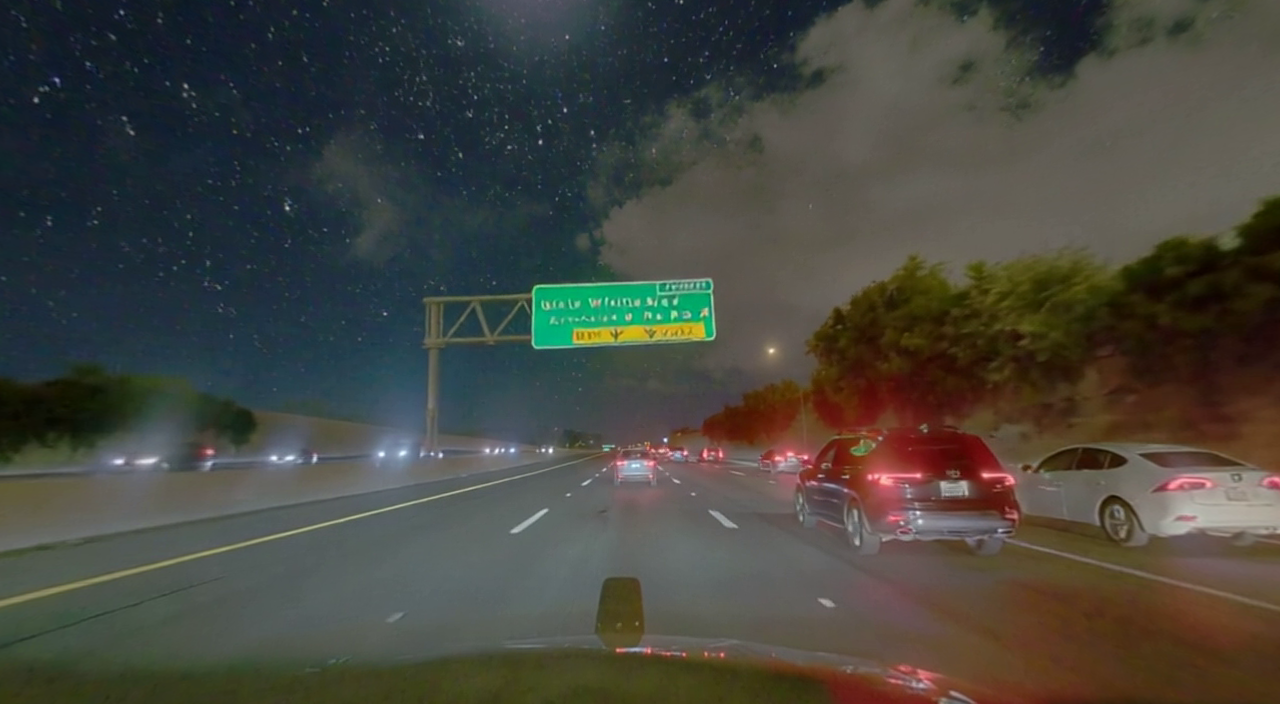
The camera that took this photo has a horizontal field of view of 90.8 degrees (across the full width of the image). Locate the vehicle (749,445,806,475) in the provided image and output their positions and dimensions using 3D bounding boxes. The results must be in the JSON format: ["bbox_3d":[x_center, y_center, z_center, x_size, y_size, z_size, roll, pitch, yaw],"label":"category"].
[{"bbox_3d":[6.957,5.496,32.356,1.839,1.441,4.241,0,-9,-2],"label":"vehicle"}]

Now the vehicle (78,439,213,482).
[{"bbox_3d":[-21.068,4.625,27.224,2.155,1.701,4.530,0,-9,-1],"label":"vehicle"}]

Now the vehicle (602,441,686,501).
[{"bbox_3d":[0.071,3.265,17.772,2.098,1.475,3.997,0,-9,-1],"label":"vehicle"}]

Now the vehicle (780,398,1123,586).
[{"bbox_3d":[3.545,1.710,8.536,2.162,1.800,4.693,0,-9,-1],"label":"vehicle"}]

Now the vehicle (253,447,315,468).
[{"bbox_3d":[-26.166,7.747,46.590,1.857,1.452,4.788,0,-9,-1],"label":"vehicle"}]

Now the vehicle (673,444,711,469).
[{"bbox_3d":[3.287,6.700,40.712,1.998,1.490,4.296,0,-9,-2],"label":"vehicle"}]

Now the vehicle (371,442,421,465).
[{"bbox_3d":[-18.539,7.720,48.236,1.994,1.658,4.646,0,-9,-1],"label":"vehicle"}]

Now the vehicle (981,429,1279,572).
[{"bbox_3d":[6.972,1.888,8.870,1.872,1.469,4.414,0,-9,0],"label":"vehicle"}]
